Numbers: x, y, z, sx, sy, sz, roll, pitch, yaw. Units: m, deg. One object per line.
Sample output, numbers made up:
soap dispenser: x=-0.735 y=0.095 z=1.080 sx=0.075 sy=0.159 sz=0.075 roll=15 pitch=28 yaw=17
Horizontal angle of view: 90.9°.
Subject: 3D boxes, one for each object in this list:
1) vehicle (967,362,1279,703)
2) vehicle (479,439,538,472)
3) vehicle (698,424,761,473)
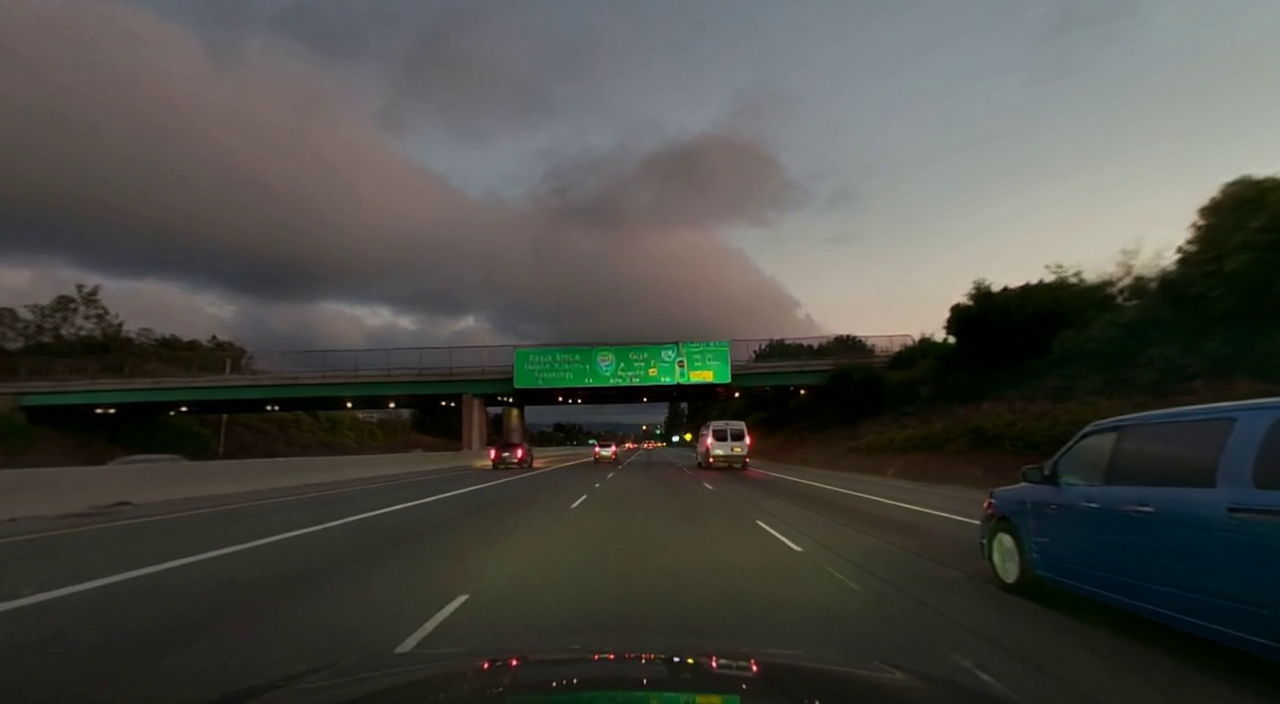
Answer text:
vehicle: x=4.107 y=0.981 z=3.568 sx=2.100 sy=1.690 sz=4.536 roll=0 pitch=-8 yaw=1
vehicle: x=-6.976 y=5.533 z=33.983 sx=2.068 sy=1.632 sz=4.623 roll=-1 pitch=-8 yaw=2
vehicle: x=4.400 y=4.886 z=31.976 sx=2.347 sy=2.234 sz=5.352 roll=0 pitch=-8 yaw=0
